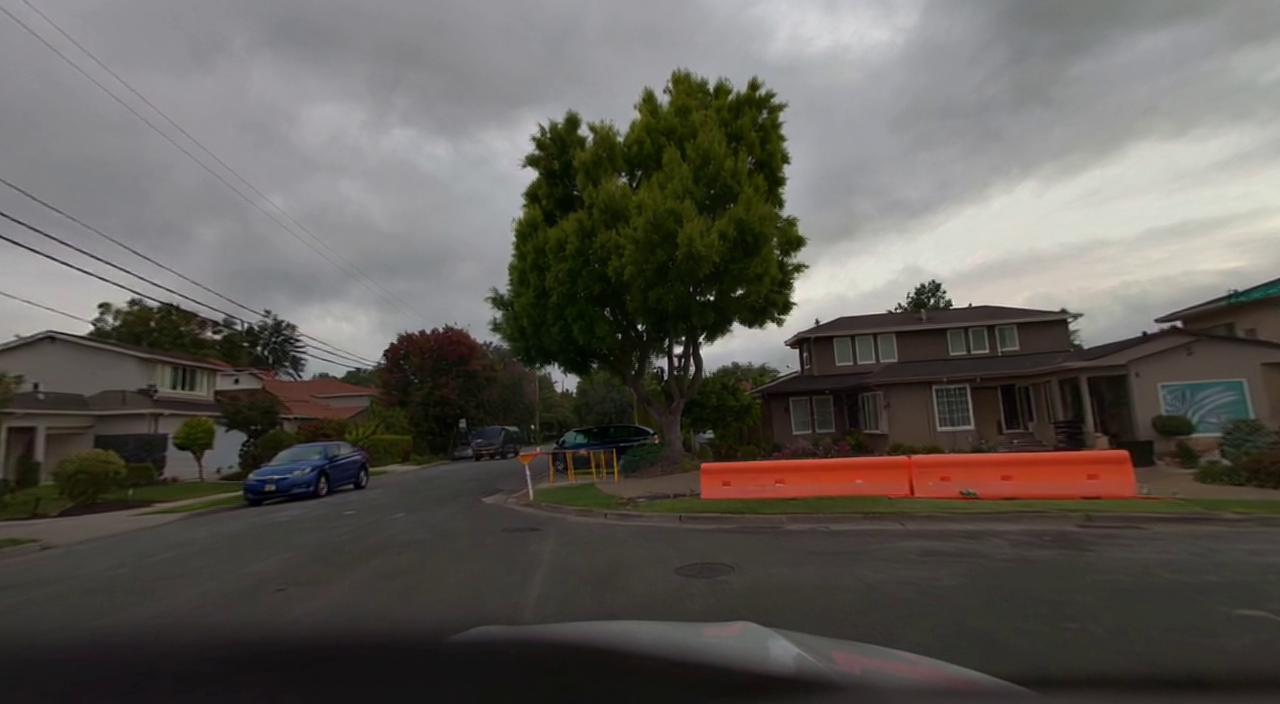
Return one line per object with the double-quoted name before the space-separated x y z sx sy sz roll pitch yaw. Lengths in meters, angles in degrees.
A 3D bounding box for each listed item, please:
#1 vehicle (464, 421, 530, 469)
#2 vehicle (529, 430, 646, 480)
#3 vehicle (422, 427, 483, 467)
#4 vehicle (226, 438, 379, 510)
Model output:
"vehicle" -6.494 4.274 29.220 2.219 1.984 4.712 0 -7 -4
"vehicle" -1.592 3.280 20.515 1.827 1.436 4.070 -5 -9 29
"vehicle" -9.713 4.938 33.038 2.042 1.937 4.960 0 -7 -4
"vehicle" -8.336 2.982 16.047 1.899 1.524 4.082 0 -7 -5
